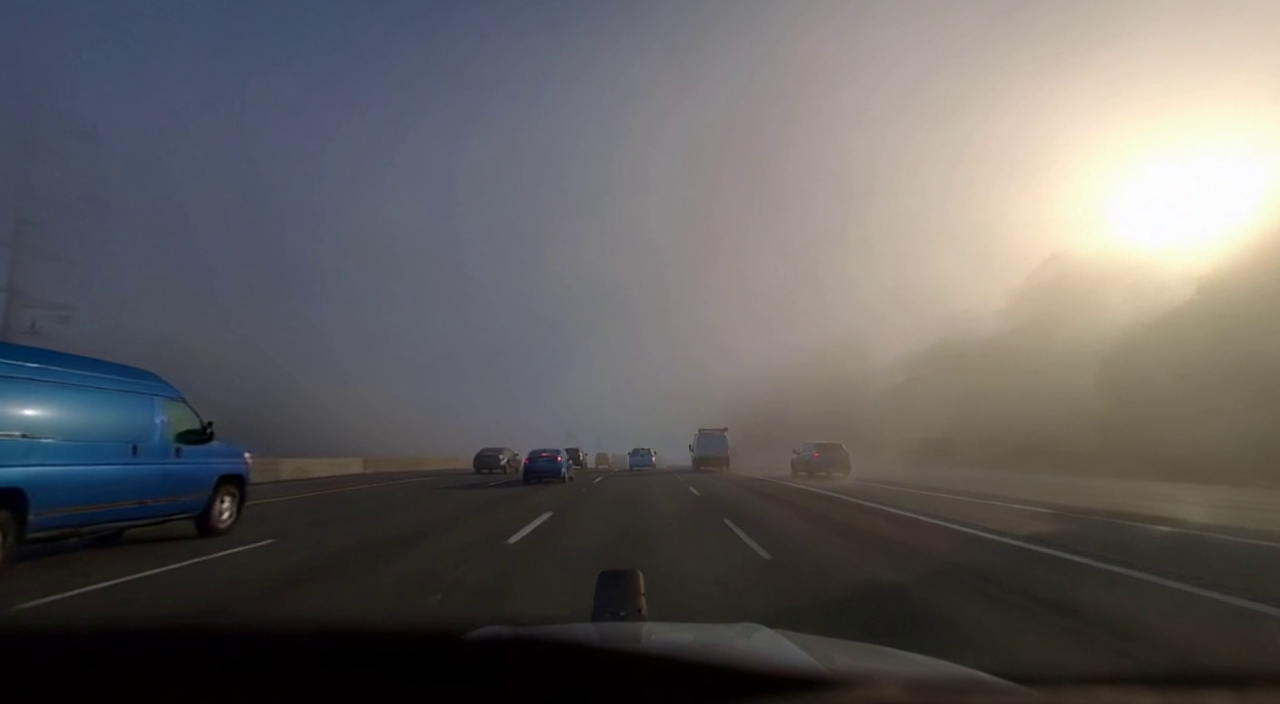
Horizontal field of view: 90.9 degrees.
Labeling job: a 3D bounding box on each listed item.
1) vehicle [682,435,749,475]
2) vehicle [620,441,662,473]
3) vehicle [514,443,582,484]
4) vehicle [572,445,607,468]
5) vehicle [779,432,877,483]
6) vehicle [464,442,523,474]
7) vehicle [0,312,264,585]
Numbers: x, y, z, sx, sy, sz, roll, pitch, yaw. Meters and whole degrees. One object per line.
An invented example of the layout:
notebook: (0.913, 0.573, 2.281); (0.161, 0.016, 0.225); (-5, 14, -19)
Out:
vehicle: (3.820, 5.389, 33.170); (2.777, 1.895, 5.710); (0, -9, 0)
vehicle: (0.072, 5.706, 34.426); (2.115, 1.617, 4.102); (0, -9, 1)
vehicle: (-3.501, 4.333, 24.768); (1.970, 1.483, 4.071); (0, -9, 1)
vehicle: (-3.462, 7.292, 44.126); (1.987, 1.466, 4.341); (0, -9, 1)
vehicle: (7.524, 4.299, 26.025); (2.304, 1.840, 5.706); (0, -9, 0)
vehicle: (-7.654, 5.574, 33.368); (1.961, 1.562, 4.301); (0, -9, 1)
vehicle: (-7.601, 1.136, 7.381); (2.336, 2.708, 6.421); (0, -9, 0)
